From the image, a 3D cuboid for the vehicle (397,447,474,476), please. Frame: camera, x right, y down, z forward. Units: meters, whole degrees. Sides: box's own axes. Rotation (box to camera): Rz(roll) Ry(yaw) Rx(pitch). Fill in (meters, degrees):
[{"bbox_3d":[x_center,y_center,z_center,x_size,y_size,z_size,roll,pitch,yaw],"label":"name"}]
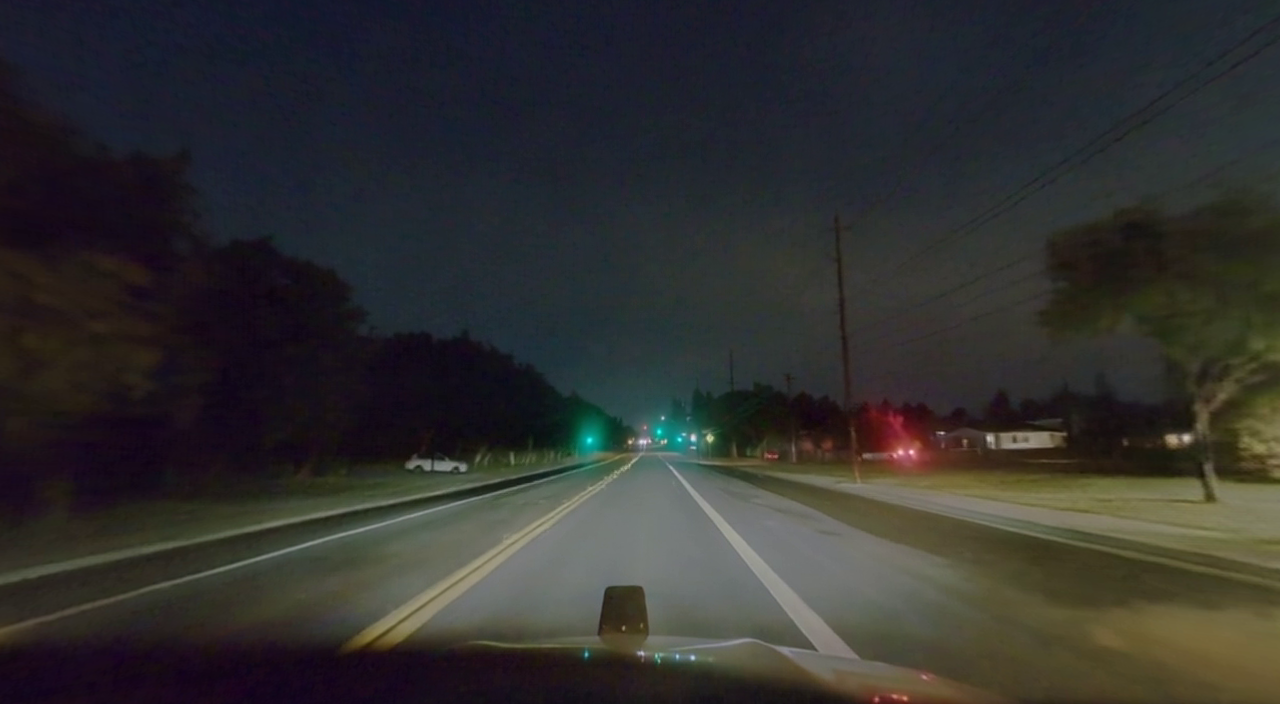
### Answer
[{"bbox_3d":[-13.246,7.074,40.844,4.310,1.723,1.915,-2,-8,14],"label":"vehicle"}]
